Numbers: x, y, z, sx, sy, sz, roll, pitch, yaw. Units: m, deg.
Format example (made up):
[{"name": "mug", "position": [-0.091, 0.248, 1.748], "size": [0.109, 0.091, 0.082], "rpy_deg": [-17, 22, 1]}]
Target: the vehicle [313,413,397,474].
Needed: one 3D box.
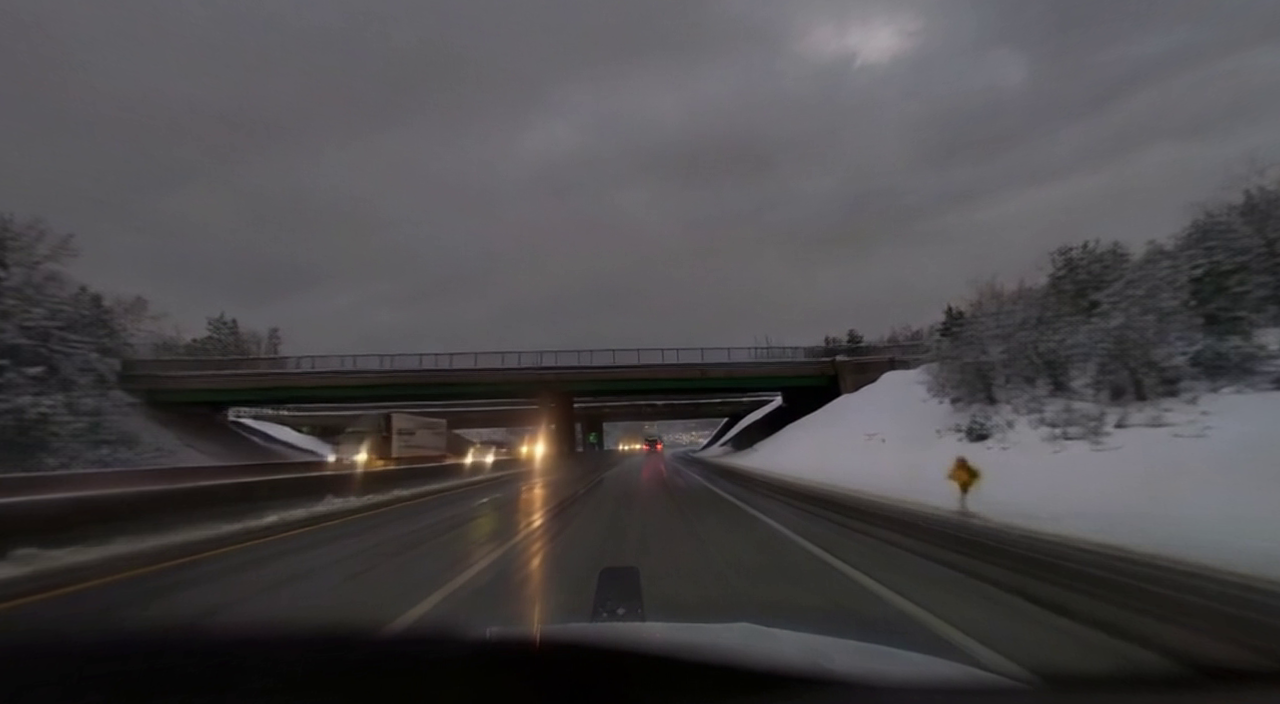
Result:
[{"name": "vehicle", "position": [-20.060, 6.569, 44.881], "size": [3.007, 4.007, 5.965], "rpy_deg": [0, -9, 1]}]

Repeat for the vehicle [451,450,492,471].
[{"name": "vehicle", "position": [-12.506, 8.092, 47.096], "size": [1.897, 1.461, 4.172], "rpy_deg": [0, -9, 1]}]
